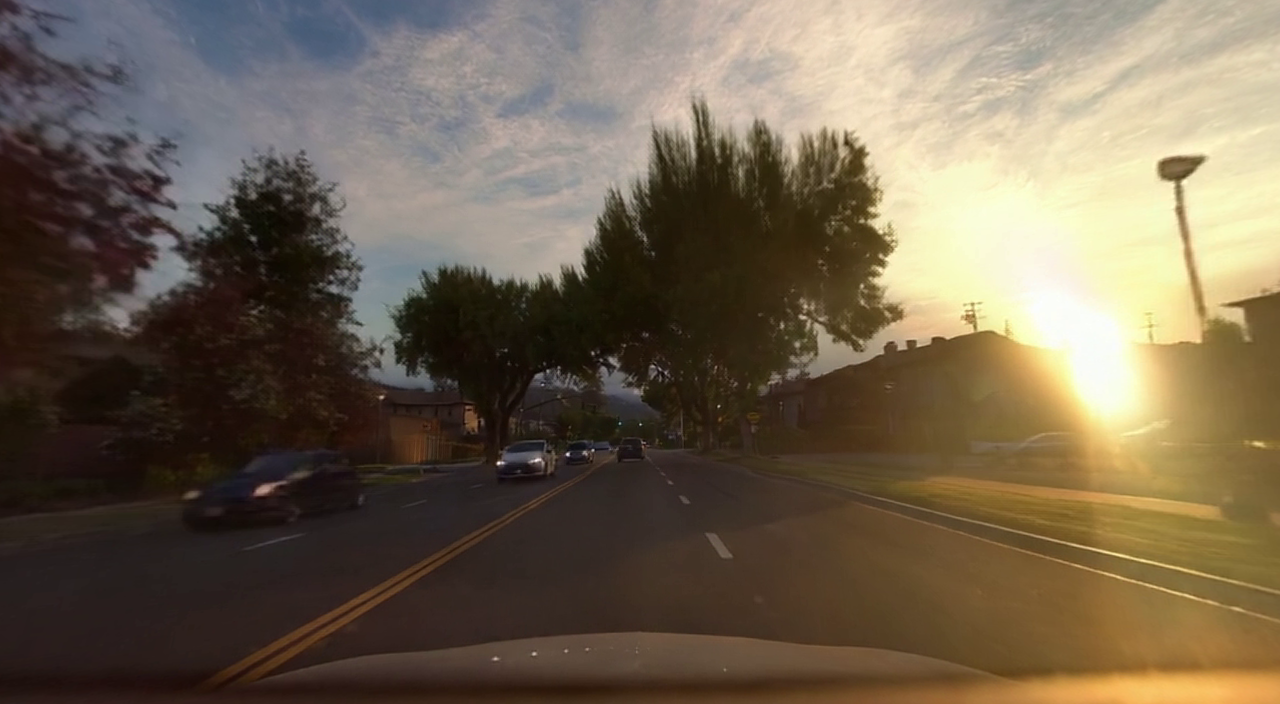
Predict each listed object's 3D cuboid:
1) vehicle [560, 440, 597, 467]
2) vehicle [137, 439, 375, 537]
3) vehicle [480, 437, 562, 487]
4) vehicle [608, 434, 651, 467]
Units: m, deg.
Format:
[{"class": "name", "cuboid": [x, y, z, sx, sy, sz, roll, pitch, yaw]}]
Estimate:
[{"class": "vehicle", "cuboid": [-4.086, 6.797, 42.354, 1.977, 1.729, 4.625, 0, -9, 0]}, {"class": "vehicle", "cuboid": [-7.964, 2.831, 13.892, 2.211, 1.608, 4.942, -3, -9, -1]}, {"class": "vehicle", "cuboid": [-4.187, 3.939, 22.903, 2.115, 1.638, 4.098, 0, -9, 1]}, {"class": "vehicle", "cuboid": [-0.615, 6.299, 40.432, 2.554, 1.902, 5.329, 0, -9, 1]}]
